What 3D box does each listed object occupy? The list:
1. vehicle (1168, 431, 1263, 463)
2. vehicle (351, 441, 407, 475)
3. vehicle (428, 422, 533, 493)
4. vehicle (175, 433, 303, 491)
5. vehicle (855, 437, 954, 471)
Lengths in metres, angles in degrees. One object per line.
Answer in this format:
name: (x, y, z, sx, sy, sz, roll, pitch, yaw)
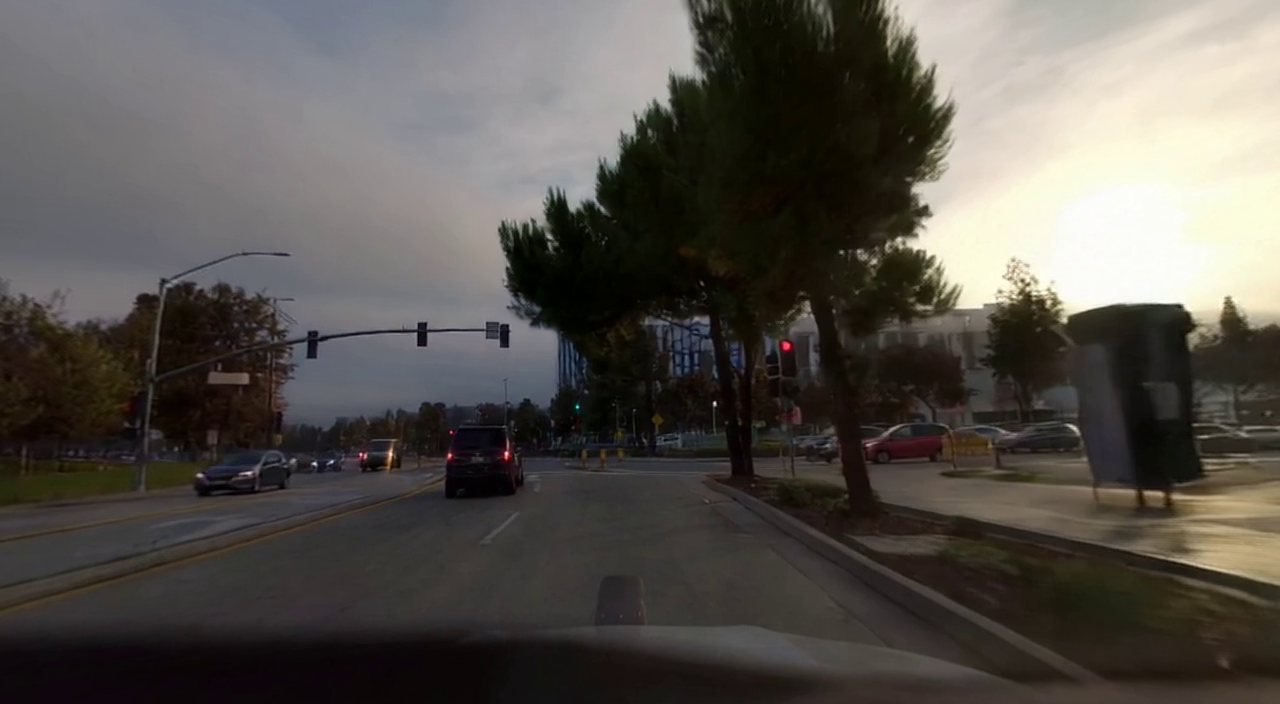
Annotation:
vehicle: (36.564, 6.030, 40.178, 4.439, 1.764, 2.259, 5, -8, -13)
vehicle: (-14.898, 6.036, 36.327, 2.433, 1.784, 4.681, 2, -9, -17)
vehicle: (-4.552, 3.108, 18.906, 2.134, 1.799, 5.082, 0, -9, -4)
vehicle: (-16.928, 4.660, 27.187, 2.555, 2.199, 5.958, 2, -9, -11)
vehicle: (14.777, 5.711, 35.565, 4.857, 1.803, 2.147, -3, -9, 20)
